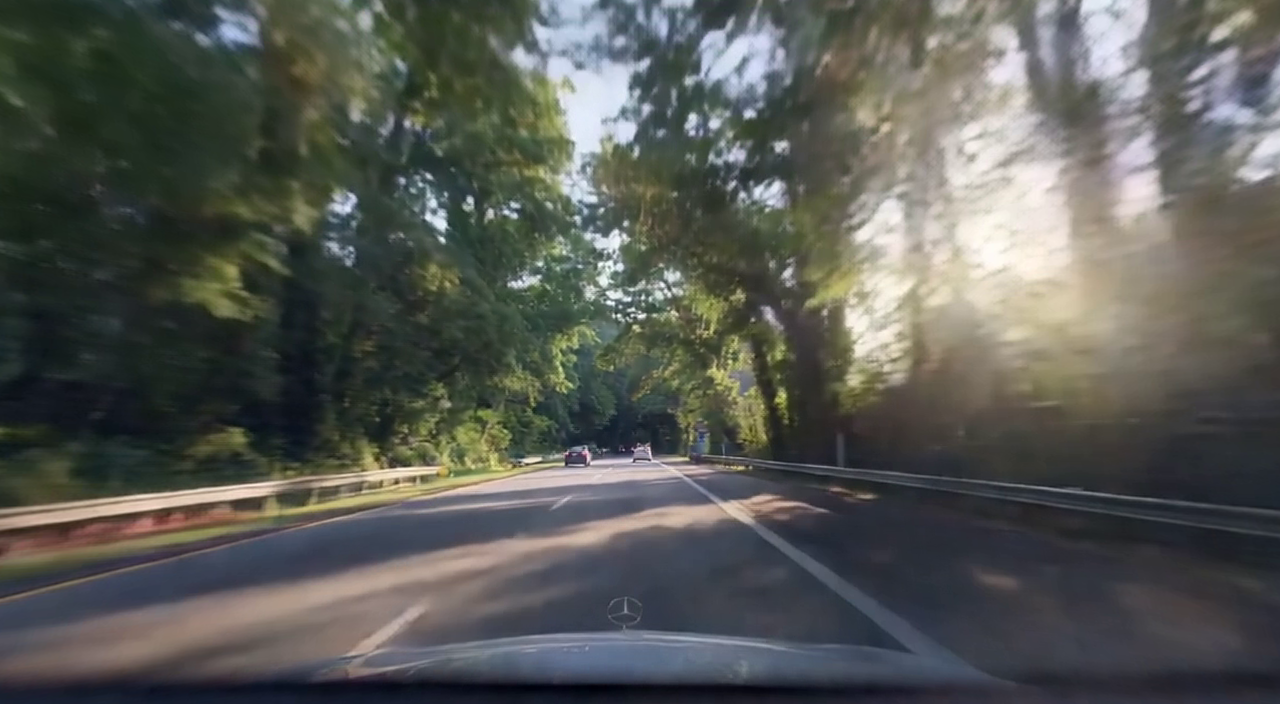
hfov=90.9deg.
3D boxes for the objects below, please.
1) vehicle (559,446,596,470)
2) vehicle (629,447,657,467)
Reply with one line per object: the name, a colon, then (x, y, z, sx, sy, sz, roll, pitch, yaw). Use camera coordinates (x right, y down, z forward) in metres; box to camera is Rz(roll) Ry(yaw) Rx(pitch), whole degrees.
vehicle: (-4.106, 7.056, 42.119, 2.112, 1.498, 4.117, 0, -9, -1)
vehicle: (0.225, 8.016, 48.157, 1.989, 1.402, 3.831, 0, -9, 0)
